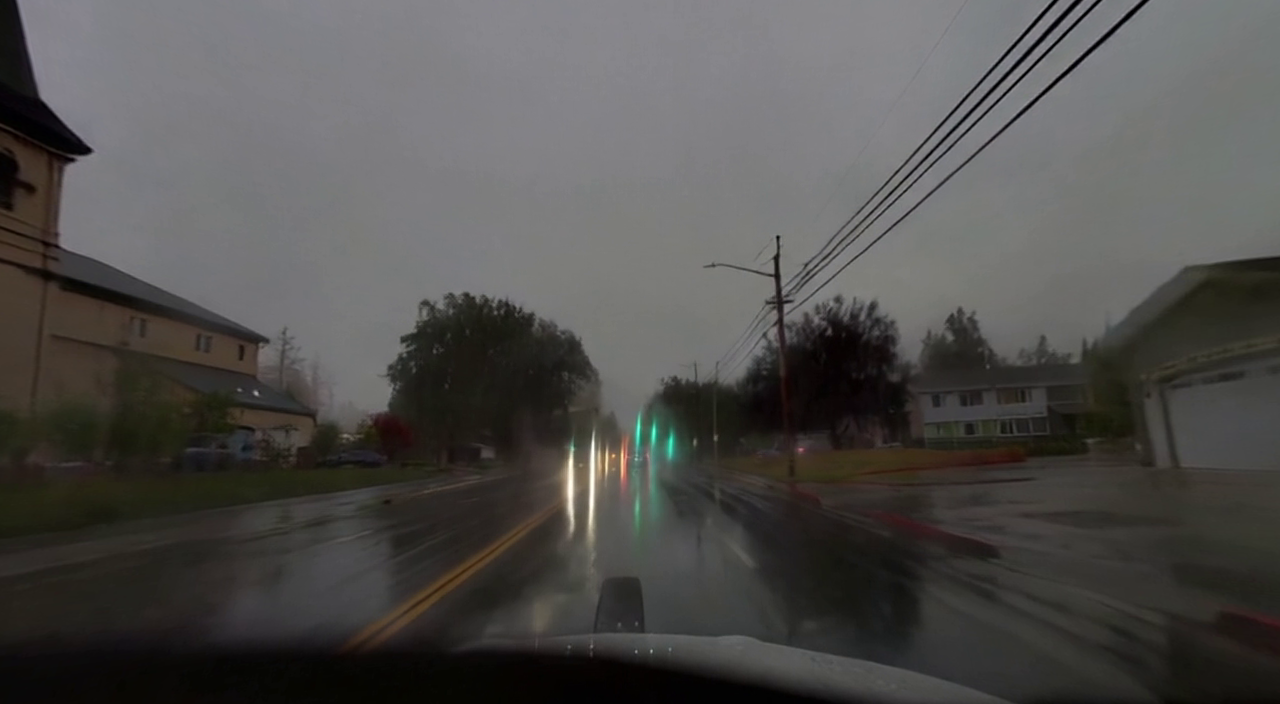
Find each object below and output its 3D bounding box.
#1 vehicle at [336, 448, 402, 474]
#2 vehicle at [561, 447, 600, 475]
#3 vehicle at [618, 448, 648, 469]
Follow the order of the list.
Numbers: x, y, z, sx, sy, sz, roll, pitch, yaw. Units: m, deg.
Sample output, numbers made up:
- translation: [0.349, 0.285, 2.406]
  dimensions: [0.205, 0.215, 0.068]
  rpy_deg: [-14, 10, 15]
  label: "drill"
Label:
- translation: [-20.090, 8.031, 46.628]
  dimensions: [4.611, 1.837, 2.140]
  rpy_deg: [-5, -10, 32]
  label: "vehicle"
- translation: [-3.740, 6.941, 40.261]
  dimensions: [2.017, 1.634, 4.479]
  rpy_deg: [-1, -9, 1]
  label: "vehicle"
- translation: [-0.532, 7.799, 46.234]
  dimensions: [2.093, 1.497, 4.010]
  rpy_deg: [0, -9, -1]
  label: "vehicle"
